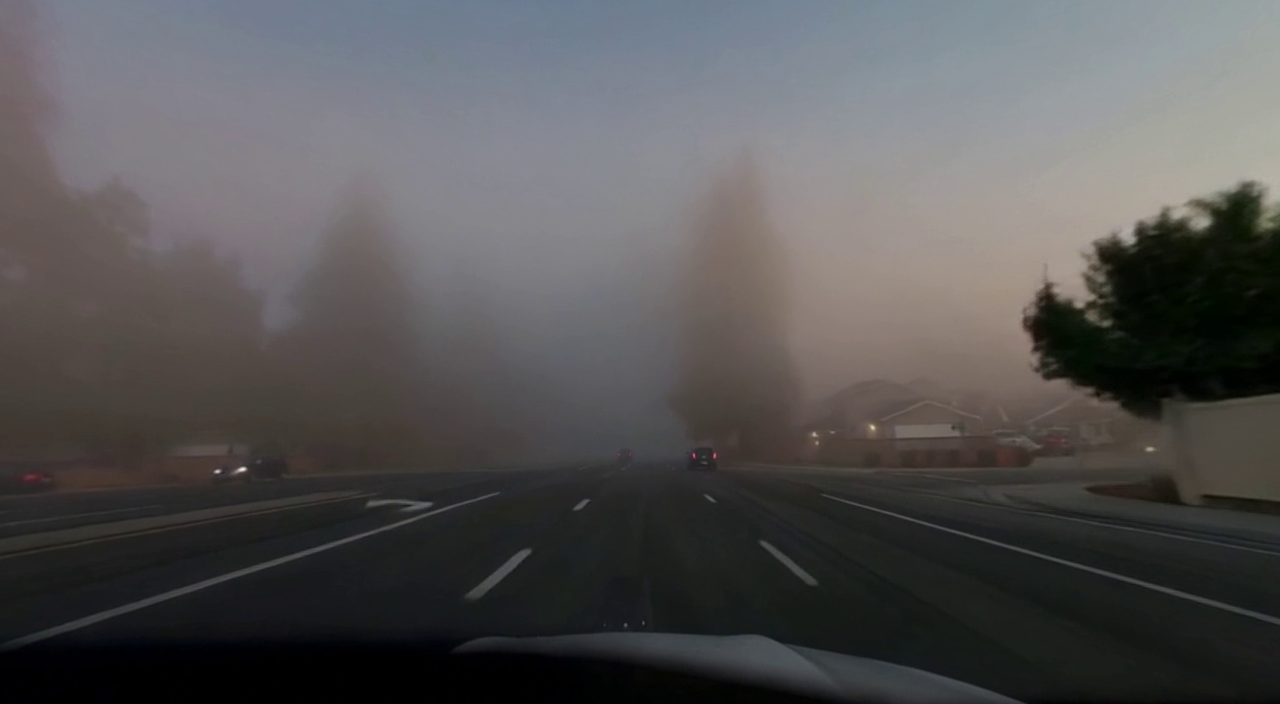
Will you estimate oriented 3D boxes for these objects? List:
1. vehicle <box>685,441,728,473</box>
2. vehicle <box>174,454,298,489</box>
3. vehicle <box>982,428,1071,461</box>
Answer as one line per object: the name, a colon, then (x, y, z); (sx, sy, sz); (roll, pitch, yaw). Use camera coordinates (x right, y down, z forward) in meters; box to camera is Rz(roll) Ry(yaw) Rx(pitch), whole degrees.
vehicle: (3.996, 6.408, 38.698); (2.114, 1.780, 4.445); (0, -9, 0)
vehicle: (-18.536, 5.486, 29.083); (4.351, 1.489, 1.890); (0, -9, -3)
vehicle: (25.445, 6.148, 41.818); (2.198, 1.973, 5.805); (0, -9, 1)
